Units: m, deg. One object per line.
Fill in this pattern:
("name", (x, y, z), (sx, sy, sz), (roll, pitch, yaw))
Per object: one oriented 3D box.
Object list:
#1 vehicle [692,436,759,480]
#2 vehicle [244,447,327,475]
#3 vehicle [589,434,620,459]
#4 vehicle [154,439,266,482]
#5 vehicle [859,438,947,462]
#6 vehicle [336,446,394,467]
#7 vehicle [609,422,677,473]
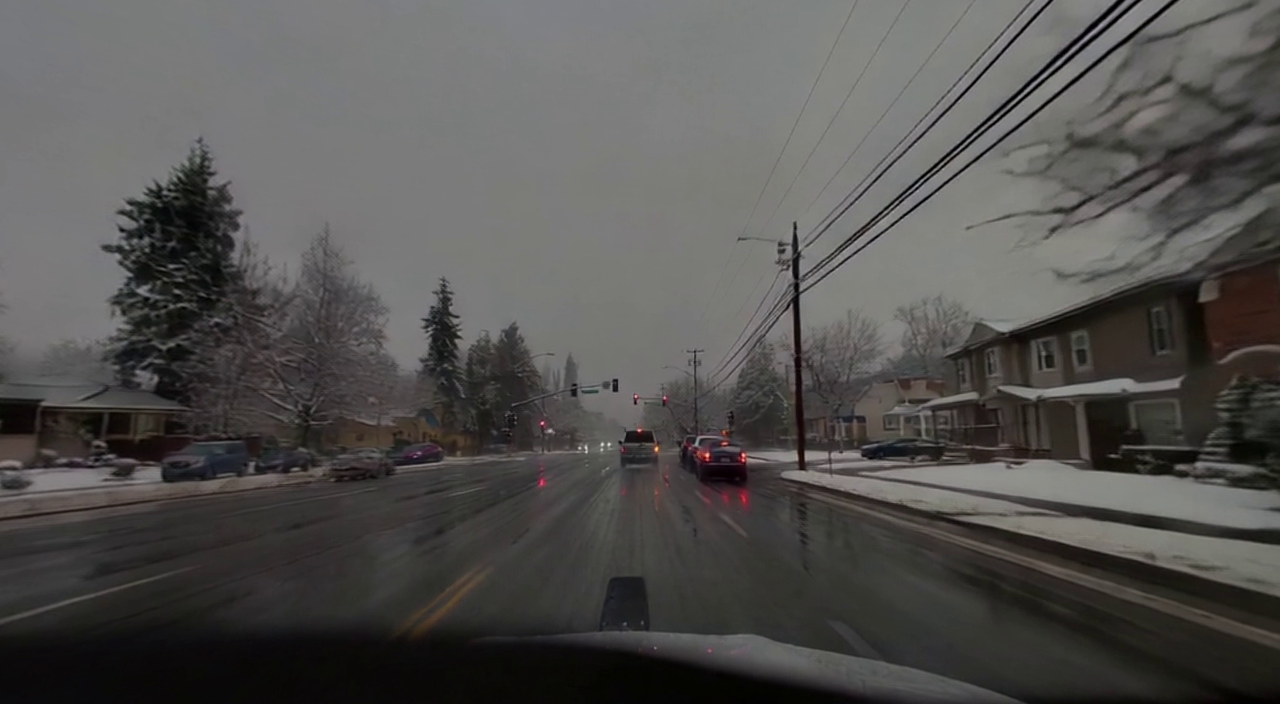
("vehicle", (3.159, 4.008, 24.056), (2.002, 1.511, 4.124), (0, -9, 0))
("vehicle", (-19.861, 6.099, 35.564), (1.866, 1.471, 4.770), (0, -9, 1))
("vehicle", (-2.738, 7.463, 49.620), (1.999, 1.864, 4.279), (0, -9, 2))
("vehicle", (-20.124, 5.077, 29.785), (2.046, 1.874, 4.448), (0, -9, 2))
("vehicle", (16.505, 6.178, 39.676), (4.671, 1.495, 1.900), (-1, -9, 3))
("vehicle", (-19.811, 7.535, 45.622), (1.891, 1.460, 4.681), (0, -9, 2))
("vehicle", (0.135, 4.335, 28.558), (2.769, 2.087, 5.130), (0, -9, 0))
